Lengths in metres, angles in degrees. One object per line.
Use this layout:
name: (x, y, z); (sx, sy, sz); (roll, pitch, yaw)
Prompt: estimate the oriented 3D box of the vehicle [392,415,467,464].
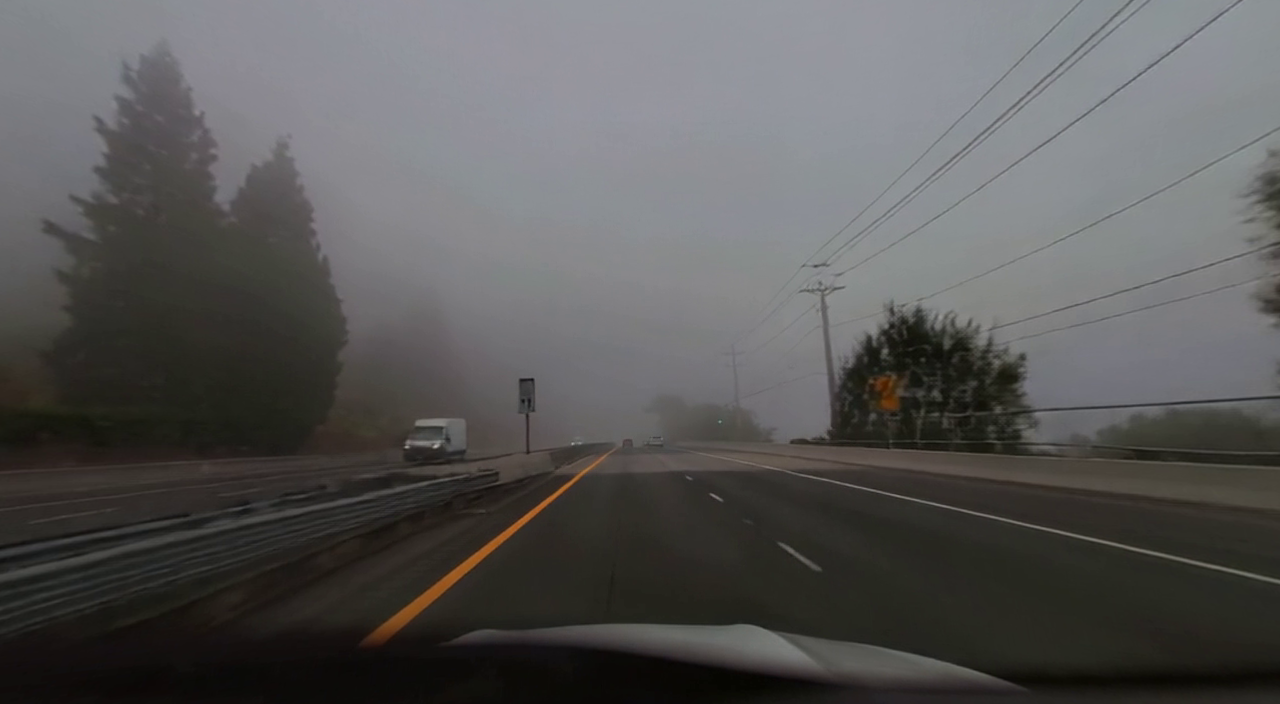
vehicle: (-13.509, 5.702, 41.057); (2.579, 2.887, 6.759); (0, -8, 0)
